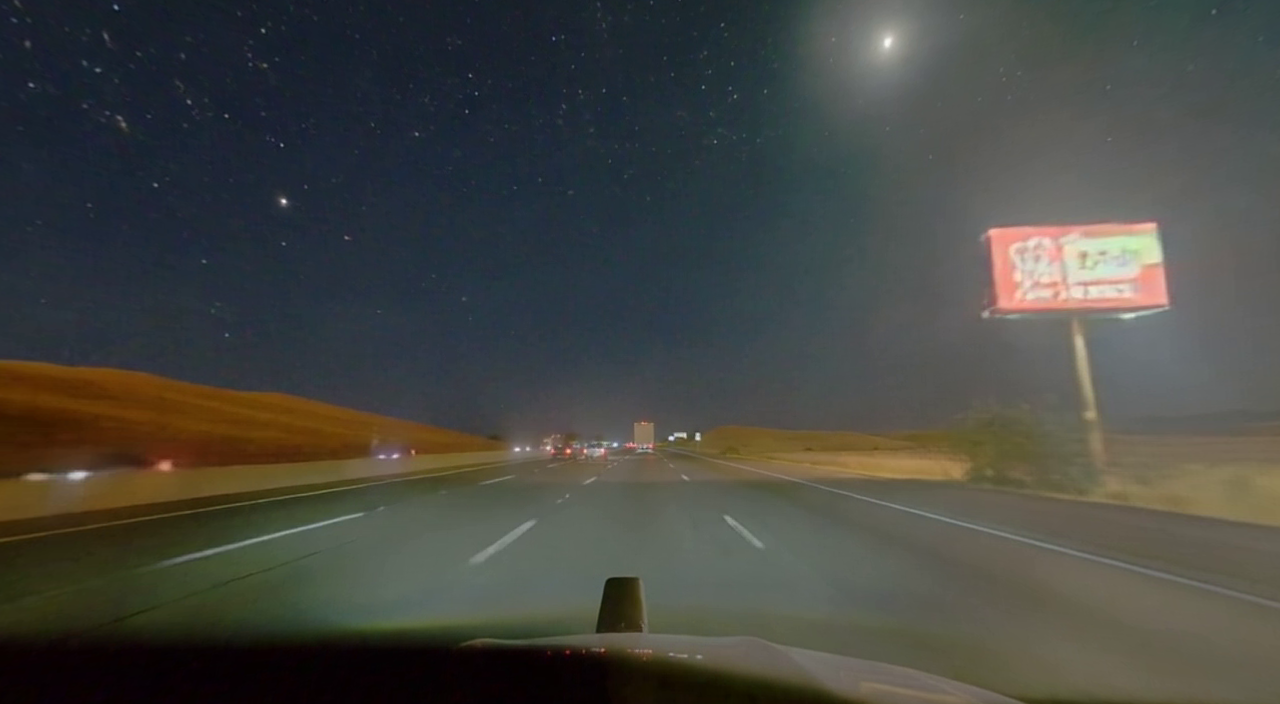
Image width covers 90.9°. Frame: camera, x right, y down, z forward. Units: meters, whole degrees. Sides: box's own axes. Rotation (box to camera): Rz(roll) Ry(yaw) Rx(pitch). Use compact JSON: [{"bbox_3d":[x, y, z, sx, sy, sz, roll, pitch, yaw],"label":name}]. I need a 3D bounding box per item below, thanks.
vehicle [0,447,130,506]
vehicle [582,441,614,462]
[{"bbox_3d":[-20.810,3.374,16.349,2.806,1.757,15.088,0,-8,0],"label":"vehicle"},{"bbox_3d":[-3.197,7.677,48.803,2.042,1.532,4.396,0,-8,1],"label":"vehicle"}]
